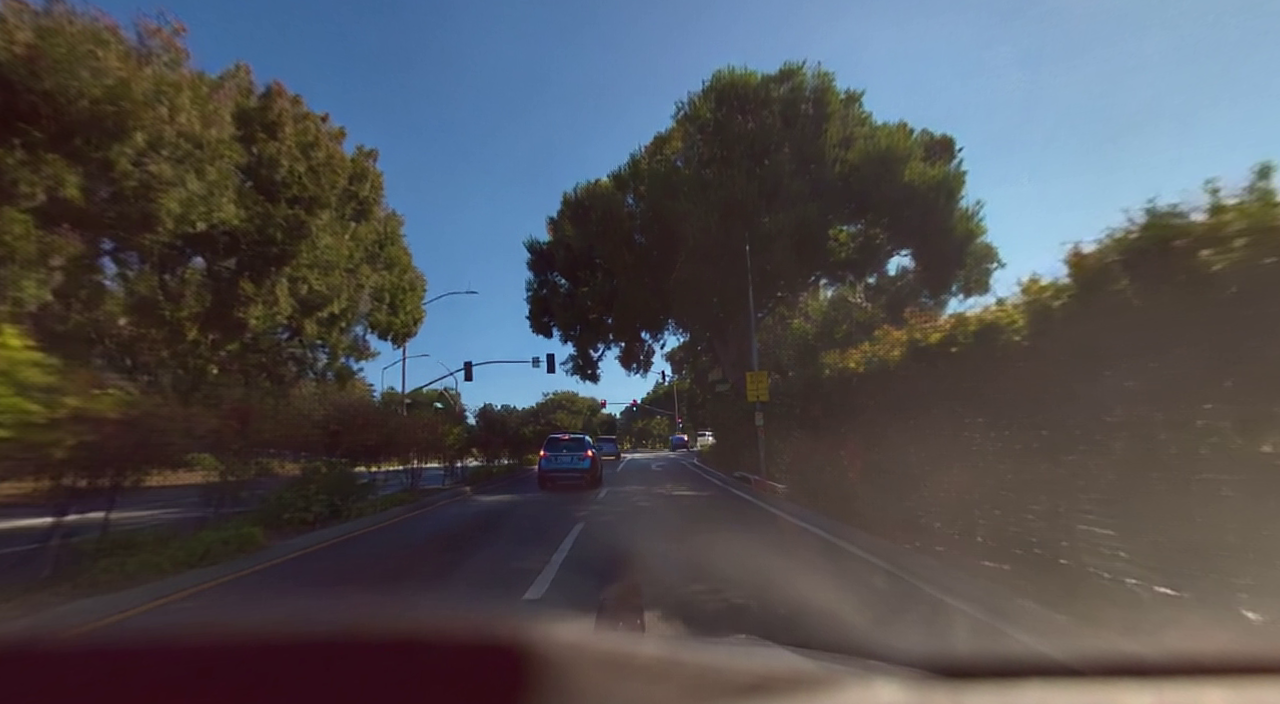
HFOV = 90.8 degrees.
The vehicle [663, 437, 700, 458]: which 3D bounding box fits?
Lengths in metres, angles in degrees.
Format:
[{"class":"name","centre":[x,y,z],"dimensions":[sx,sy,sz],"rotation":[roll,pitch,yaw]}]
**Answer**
[{"class":"vehicle","centre":[2.999,6.781,44.778],"dimensions":[1.945,1.410,4.284],"rotation":[-2,-9,12]}]

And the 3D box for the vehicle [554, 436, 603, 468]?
[{"class":"vehicle","centre":[-2.996,5.004,31.743],"dimensions":[1.979,1.492,3.930],"rotation":[0,-9,1]}]

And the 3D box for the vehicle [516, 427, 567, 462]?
[{"class":"vehicle","centre":[-6.111,5.866,39.919],"dimensions":[2.390,2.020,5.085],"rotation":[0,-9,0]}]
